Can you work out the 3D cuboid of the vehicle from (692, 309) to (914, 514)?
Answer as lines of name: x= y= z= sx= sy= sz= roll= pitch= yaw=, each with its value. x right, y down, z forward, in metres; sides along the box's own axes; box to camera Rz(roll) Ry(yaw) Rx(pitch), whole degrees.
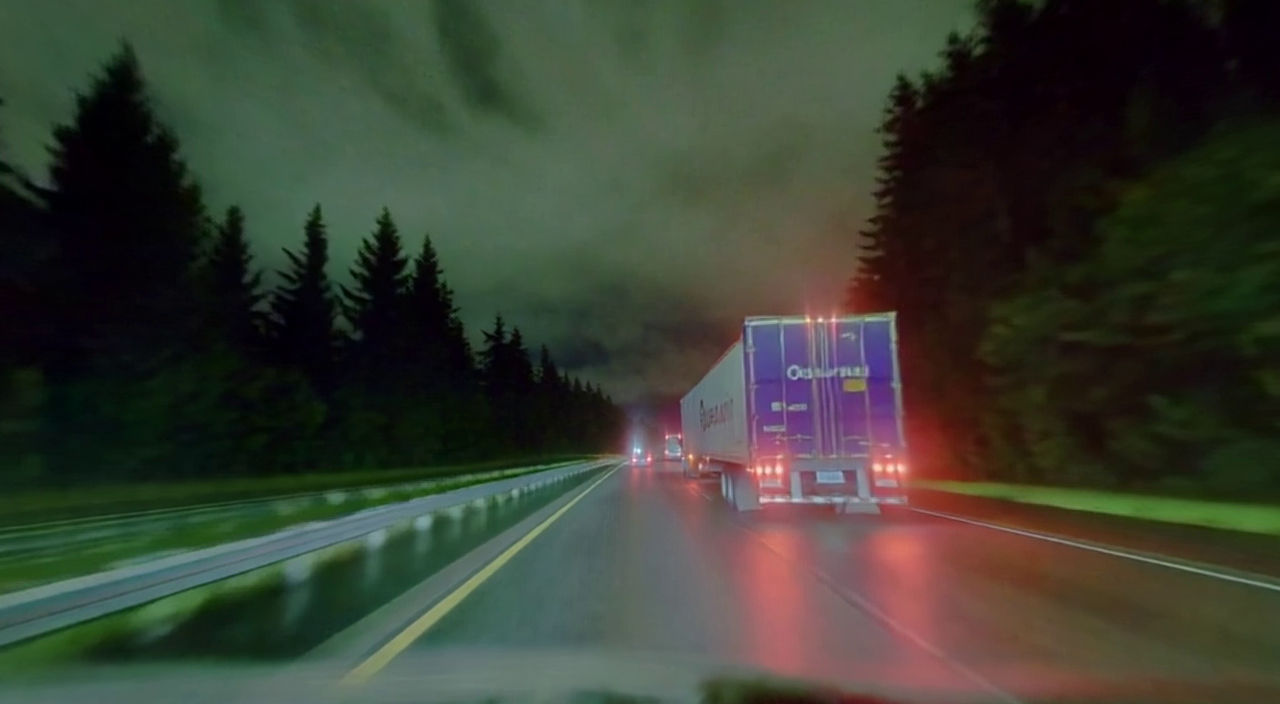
vehicle: x=3.699 y=2.028 z=18.330 sx=3.440 sy=4.090 sz=11.380 roll=-1 pitch=-9 yaw=0
